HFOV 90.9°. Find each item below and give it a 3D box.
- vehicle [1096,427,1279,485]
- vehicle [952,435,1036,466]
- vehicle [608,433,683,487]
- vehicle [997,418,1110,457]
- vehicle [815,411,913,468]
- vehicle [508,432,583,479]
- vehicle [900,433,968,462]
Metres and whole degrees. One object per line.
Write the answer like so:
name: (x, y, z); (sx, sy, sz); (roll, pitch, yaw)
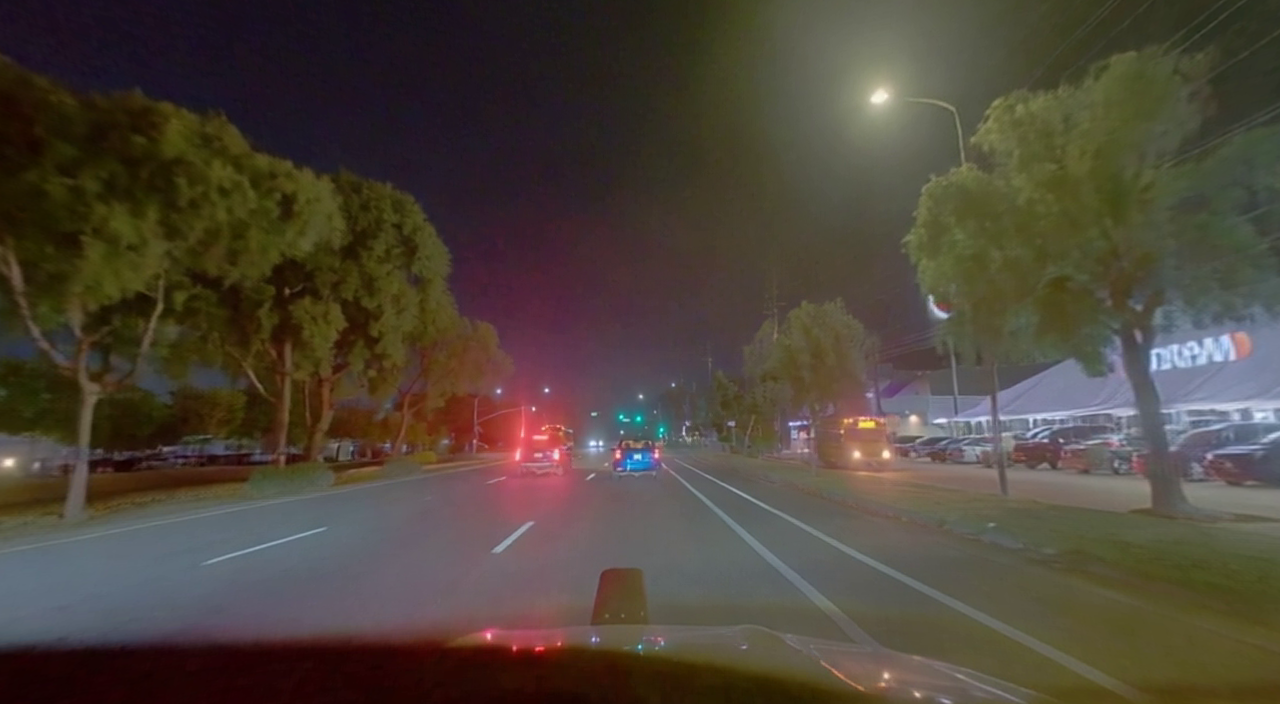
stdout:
vehicle: (18.484, 3.520, 21.591); (1.965, 1.749, 4.838); (0, -9, -2)
vehicle: (18.475, 5.172, 33.165); (1.826, 1.532, 4.290); (0, -9, -1)
vehicle: (0.109, 3.370, 19.920); (2.123, 1.498, 4.226); (0, -9, -1)
vehicle: (23.765, 5.023, 36.685); (2.225, 2.013, 6.379); (0, -9, -1)
vehicle: (11.555, 4.646, 33.213); (2.754, 2.711, 6.196); (0, -9, 0)
vehicle: (-3.565, 4.013, 24.642); (2.148, 1.636, 4.199); (0, -9, 2)
vehicle: (18.288, 5.969, 39.527); (1.841, 1.680, 4.842); (0, -9, -1)
